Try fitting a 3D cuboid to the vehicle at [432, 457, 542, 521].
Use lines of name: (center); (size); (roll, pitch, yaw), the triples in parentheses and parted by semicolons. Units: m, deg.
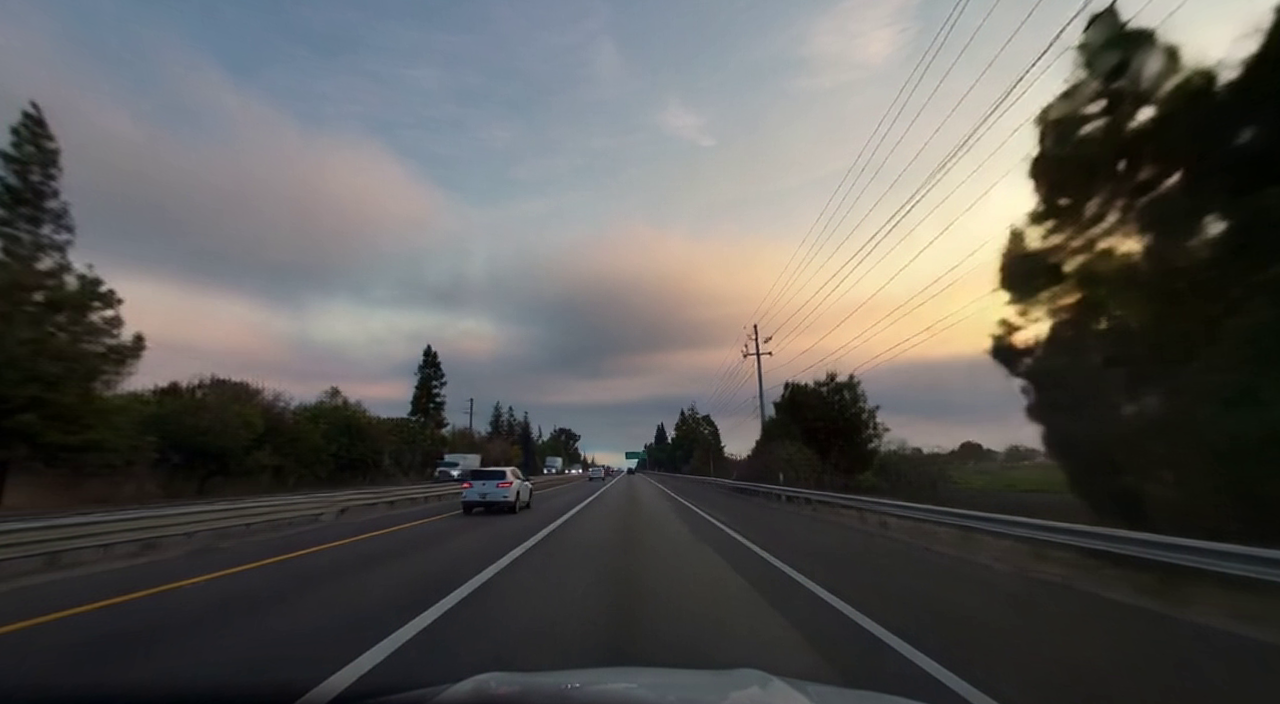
vehicle: (-4.069, 3.735, 17.538); (1.963, 1.501, 4.227); (1, -10, 0)
